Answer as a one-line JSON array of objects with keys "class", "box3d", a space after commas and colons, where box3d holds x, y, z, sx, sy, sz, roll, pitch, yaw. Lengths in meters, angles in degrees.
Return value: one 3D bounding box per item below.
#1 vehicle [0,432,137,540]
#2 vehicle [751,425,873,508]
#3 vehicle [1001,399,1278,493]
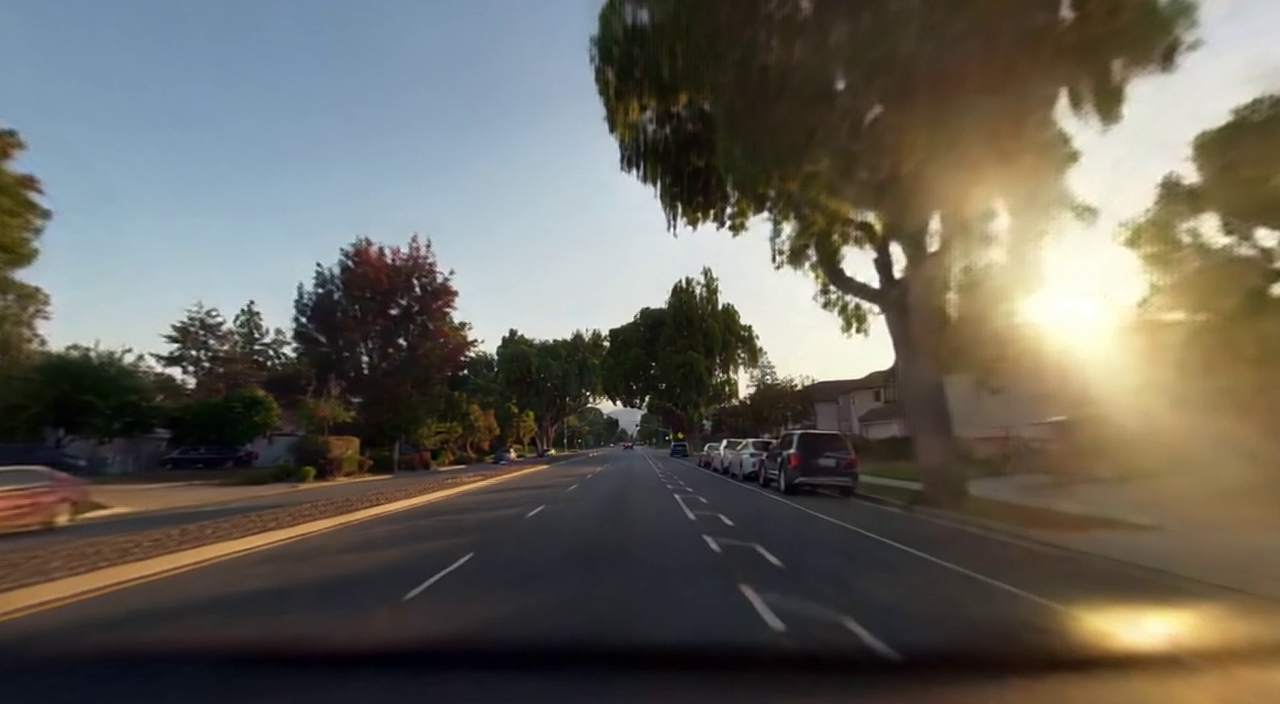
[{"class": "vehicle", "box3d": [-12.578, 2.547, 11.894, 2.075, 1.917, 4.984, -2, -10, 0]}, {"class": "vehicle", "box3d": [4.421, 3.019, 17.284, 2.074, 1.838, 5.402, 1, -8, 3]}, {"class": "vehicle", "box3d": [12.807, 2.411, 16.508, 5.296, 2.003, 2.200, -3, -7, -1]}]
